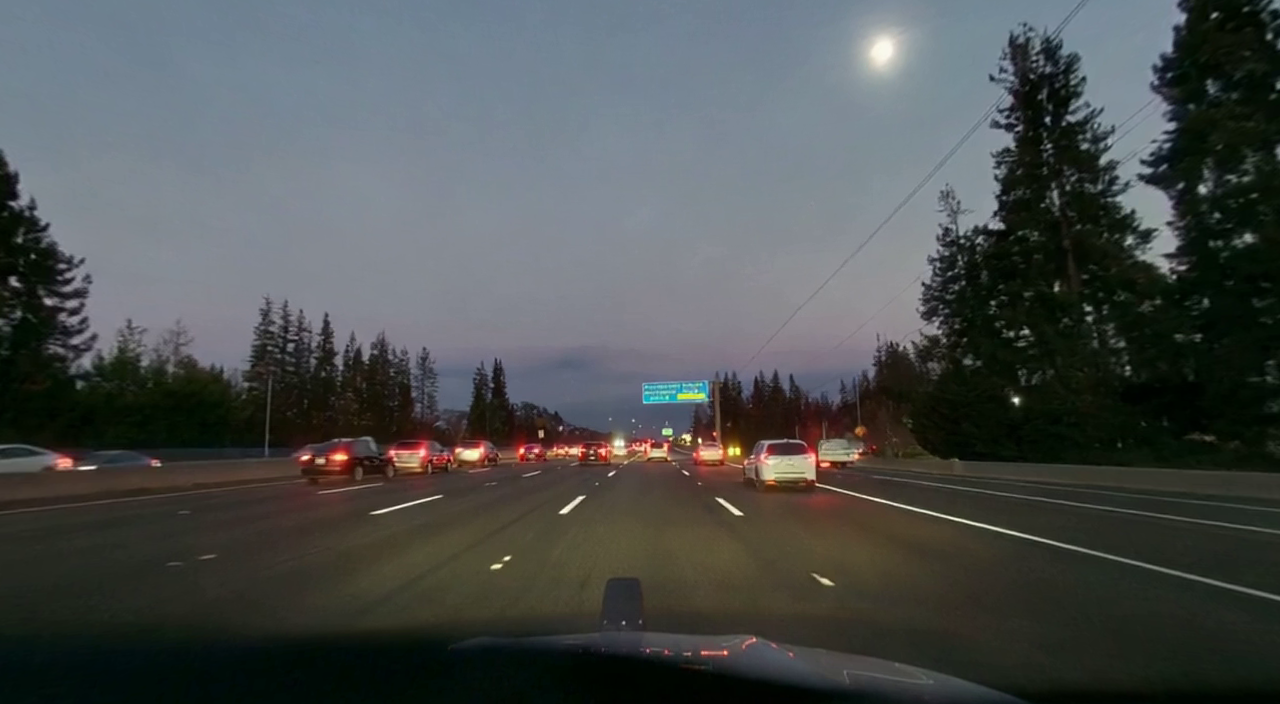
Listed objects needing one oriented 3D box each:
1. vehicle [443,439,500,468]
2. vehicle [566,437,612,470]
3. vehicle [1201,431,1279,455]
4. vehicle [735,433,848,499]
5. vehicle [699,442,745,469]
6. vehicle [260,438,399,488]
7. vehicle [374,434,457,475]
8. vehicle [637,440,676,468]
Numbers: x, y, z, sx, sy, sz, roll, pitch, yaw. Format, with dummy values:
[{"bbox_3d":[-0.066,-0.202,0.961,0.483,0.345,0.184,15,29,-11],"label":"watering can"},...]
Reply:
[{"bbox_3d":[-10.344,6.258,39.077,2.137,1.690,4.630,0,-8,1],"label":"vehicle"},{"bbox_3d":[-2.874,5.876,36.681,2.133,1.775,4.530,0,-8,2],"label":"vehicle"},{"bbox_3d":[37.441,5.660,39.198,3.438,1.426,1.793,0,-8,-5],"label":"vehicle"},{"bbox_3d":[4.001,3.088,17.502,2.036,1.580,4.360,0,-8,0],"label":"vehicle"},{"bbox_3d":[4.621,5.919,36.312,2.022,1.472,4.678,0,-8,0],"label":"vehicle"},{"bbox_3d":[-10.429,3.757,21.728,2.181,1.512,4.889,0,-8,2],"label":"vehicle"},{"bbox_3d":[-10.448,4.806,29.732,2.083,1.776,4.721,0,-8,1],"label":"vehicle"},{"bbox_3d":[0.971,6.101,37.800,2.220,1.575,4.332,0,-8,1],"label":"vehicle"}]
